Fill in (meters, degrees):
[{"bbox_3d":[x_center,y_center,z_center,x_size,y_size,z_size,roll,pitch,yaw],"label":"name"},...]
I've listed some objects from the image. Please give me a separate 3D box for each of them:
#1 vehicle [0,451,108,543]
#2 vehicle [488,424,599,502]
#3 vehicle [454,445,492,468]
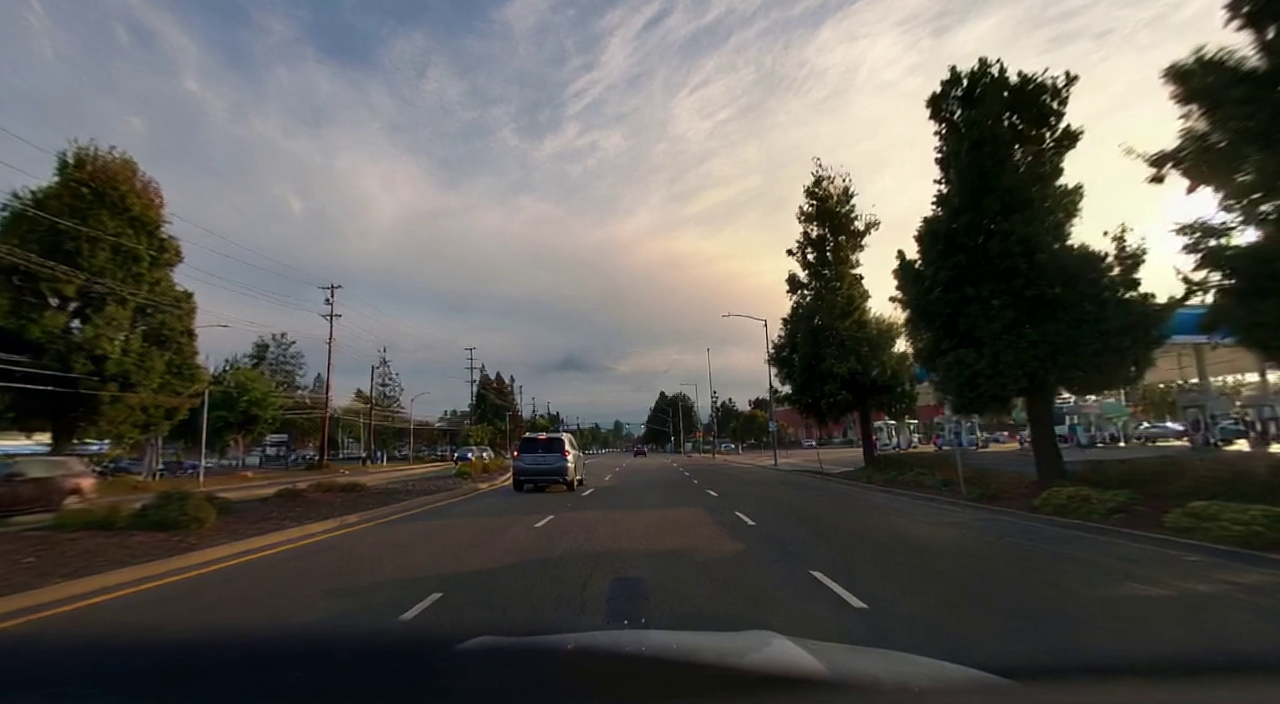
[{"bbox_3d":[-12.302,2.601,11.102,1.998,1.597,4.445,-2,-8,0],"label":"vehicle"},{"bbox_3d":[-2.481,3.024,17.585,2.190,1.844,4.751,0,-8,2],"label":"vehicle"},{"bbox_3d":[-13.181,8.236,49.944,1.825,1.705,4.234,0,-8,0],"label":"vehicle"}]
